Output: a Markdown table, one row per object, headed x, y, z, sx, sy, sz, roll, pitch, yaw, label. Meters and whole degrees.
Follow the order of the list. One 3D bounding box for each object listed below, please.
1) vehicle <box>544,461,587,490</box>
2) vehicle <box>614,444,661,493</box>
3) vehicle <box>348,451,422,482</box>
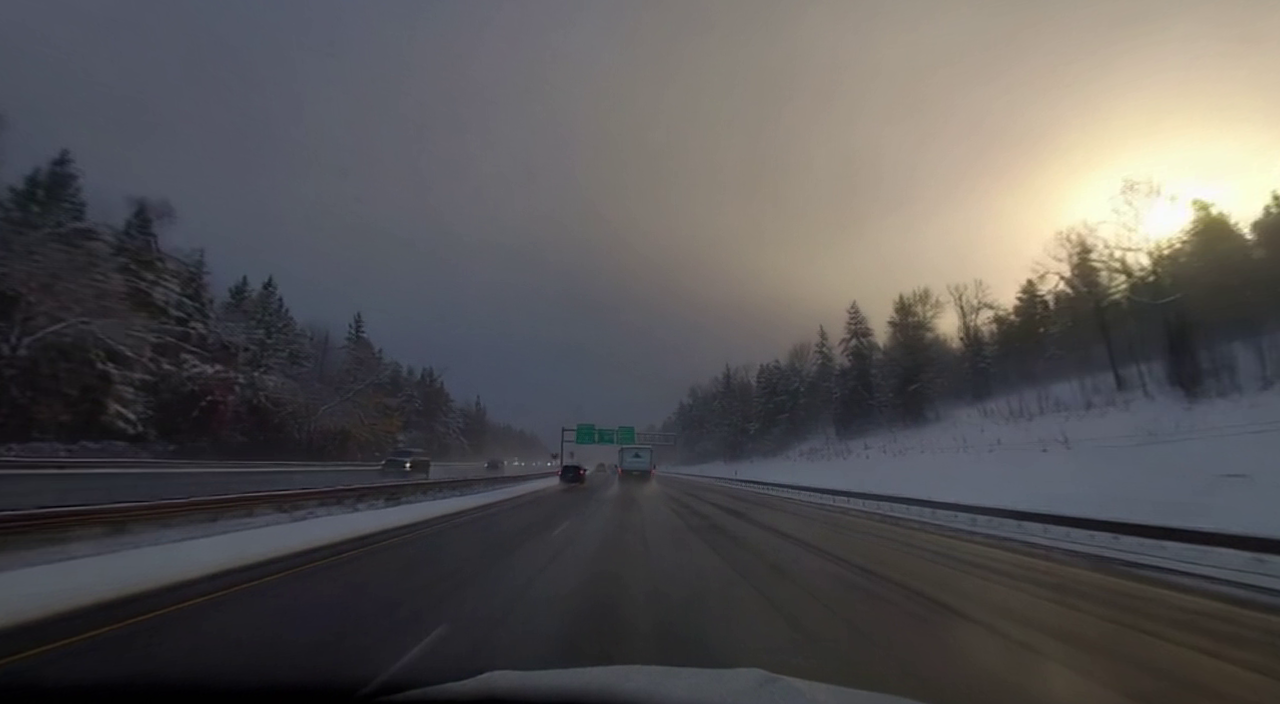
| x | y | z | sx | sy | sz | roll | pitch | yaw | label |
| --- | --- | --- | --- | --- | --- | --- | --- | --- | --- |
| -4.430 | 7.411 | 37.883 | 2.100 | 1.605 | 3.883 | 1 | -11 | 0 | vehicle |
| -0.180 | 6.747 | 36.435 | 2.482 | 2.549 | 5.447 | 1 | -11 | -1 | vehicle |
| -13.793 | 6.256 | 34.427 | 2.174 | 1.523 | 4.558 | 1 | -11 | -1 | vehicle |
